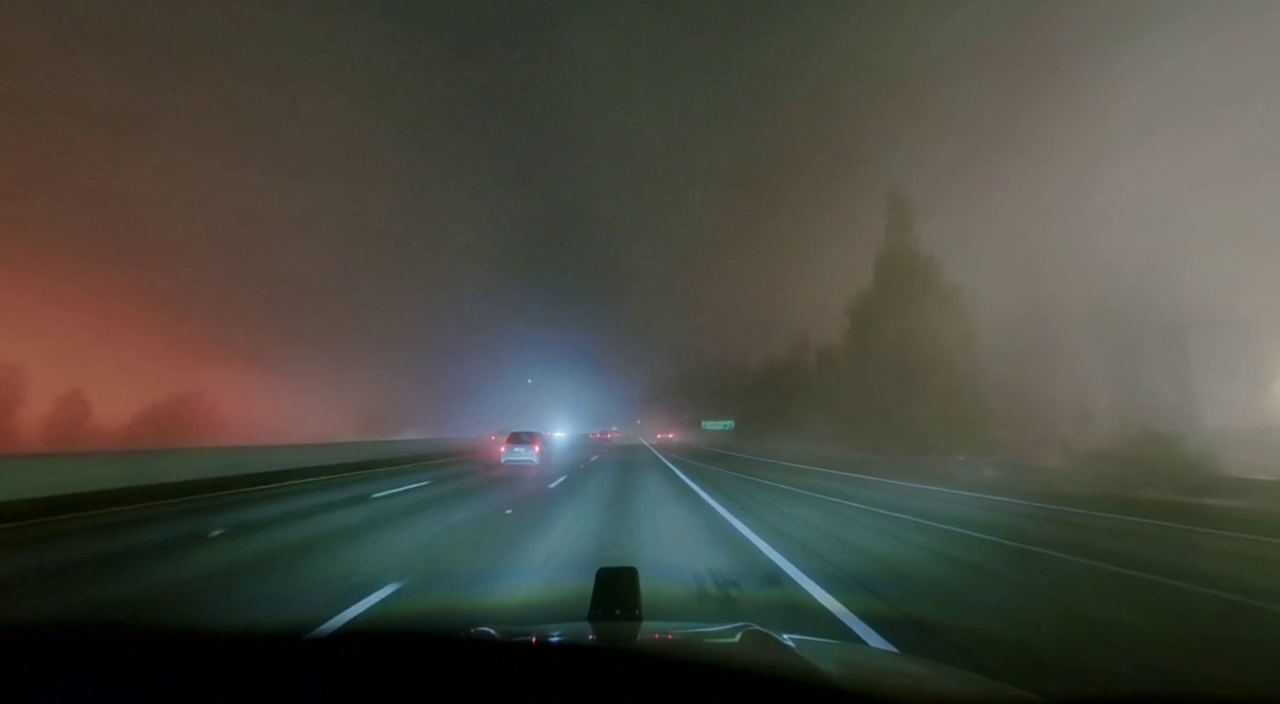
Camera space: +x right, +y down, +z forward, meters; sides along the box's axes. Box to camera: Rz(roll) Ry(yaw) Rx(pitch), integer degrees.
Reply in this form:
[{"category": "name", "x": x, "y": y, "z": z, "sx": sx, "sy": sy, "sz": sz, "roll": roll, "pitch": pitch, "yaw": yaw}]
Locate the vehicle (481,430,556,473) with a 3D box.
[{"category": "vehicle", "x": -4.547, "y": 3.775, "z": 24.185, "sx": 1.996, "sy": 1.490, "sz": 4.571, "roll": 0, "pitch": -8, "yaw": 0}]
